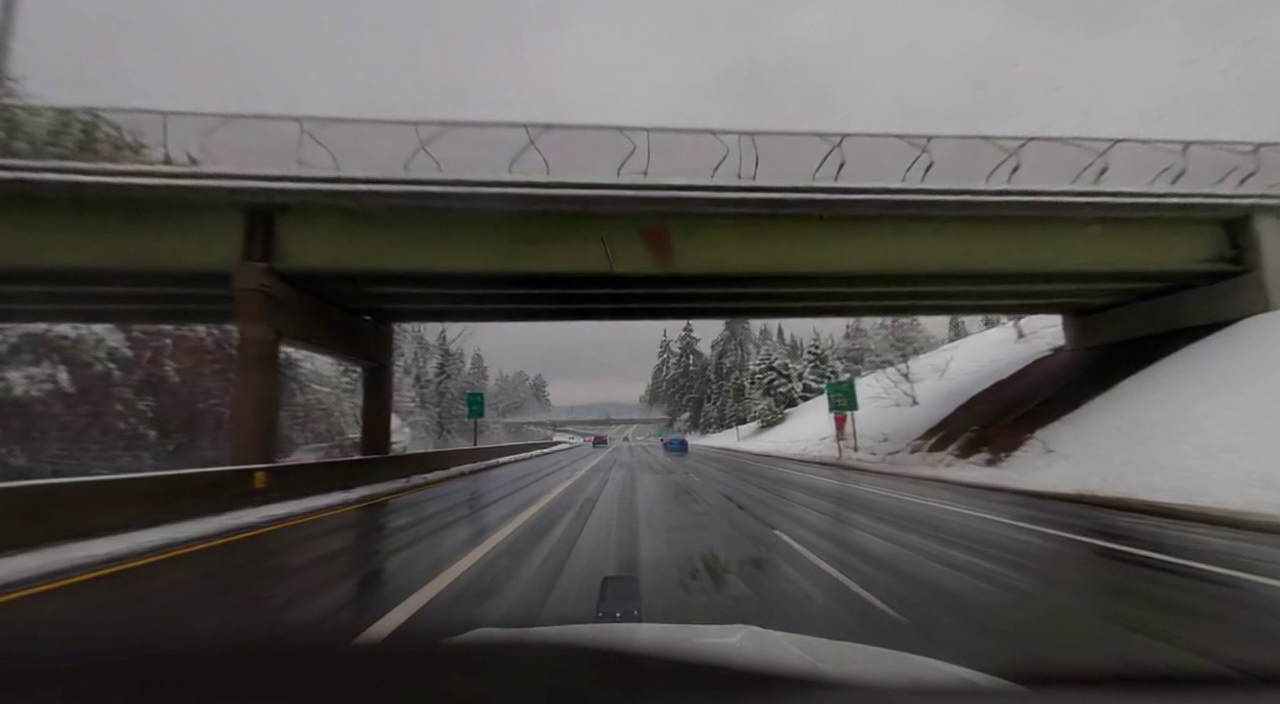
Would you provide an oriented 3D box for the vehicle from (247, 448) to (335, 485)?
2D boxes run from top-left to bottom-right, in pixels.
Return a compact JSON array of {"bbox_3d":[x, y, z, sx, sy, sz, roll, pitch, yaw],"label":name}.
[{"bbox_3d":[-16.511,5.395,30.025,1.855,1.560,4.141,0,-8,-1],"label":"vehicle"}]
